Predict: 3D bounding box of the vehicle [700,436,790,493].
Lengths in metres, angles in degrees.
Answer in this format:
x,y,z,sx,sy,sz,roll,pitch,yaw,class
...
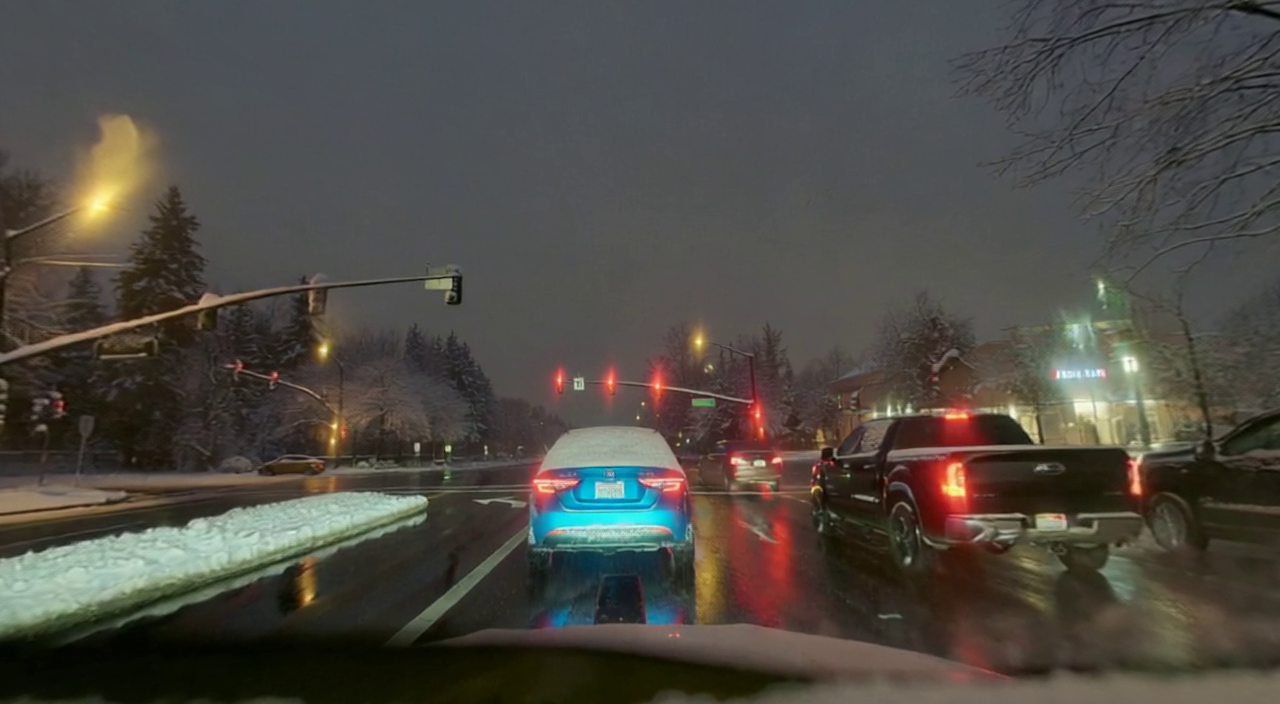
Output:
x,y,z,sx,sy,sz,roll,pitch,yaw,class
3.231,3.556,20.359,2.031,1.626,4.264,0,-8,-2,vehicle

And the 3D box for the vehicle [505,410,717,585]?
x,y,z,sx,sy,sz,roll,pitch,yaw,class
-0.281,1.676,8.000,2.037,1.674,3.693,0,-8,0,vehicle

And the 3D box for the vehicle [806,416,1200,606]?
x,y,z,sx,sy,sz,roll,pitch,yaw,class
3.612,1.651,7.576,1.955,1.550,4.587,0,-8,-1,vehicle

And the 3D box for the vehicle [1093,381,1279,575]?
x,y,z,sx,sy,sz,roll,pitch,yaw,class
7.551,1.202,5.951,2.240,1.923,5.678,0,-8,-1,vehicle
